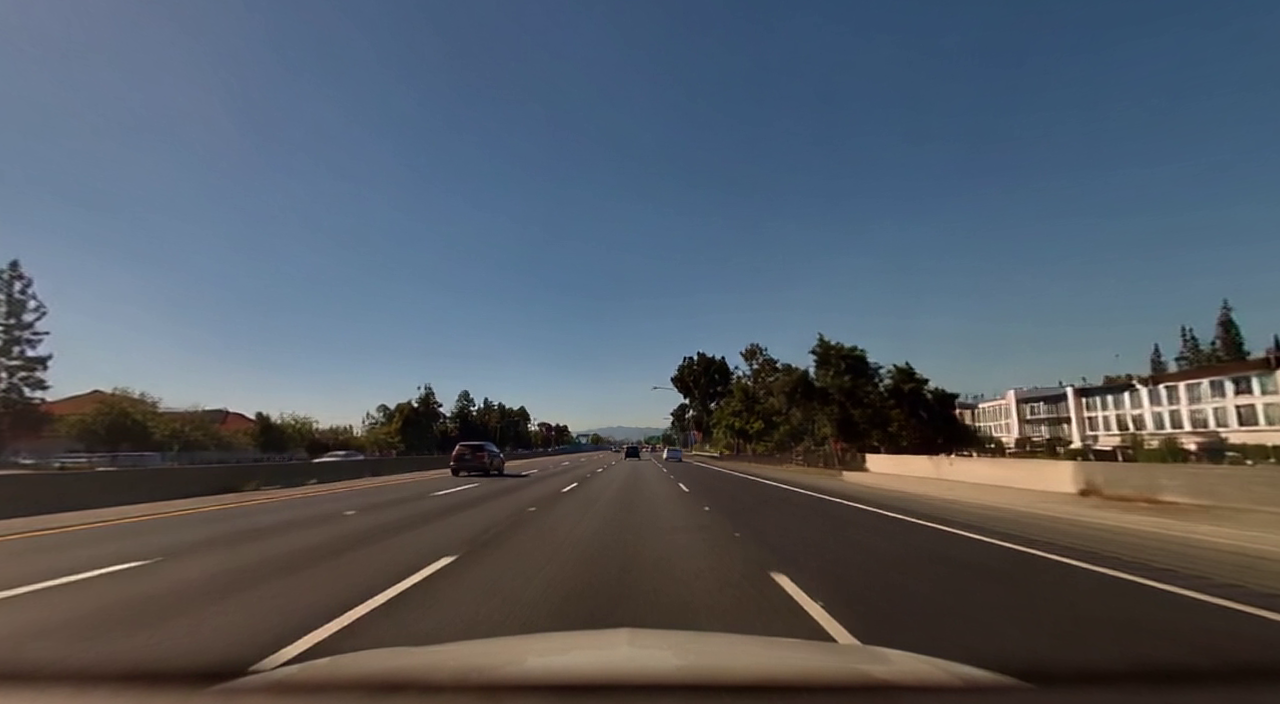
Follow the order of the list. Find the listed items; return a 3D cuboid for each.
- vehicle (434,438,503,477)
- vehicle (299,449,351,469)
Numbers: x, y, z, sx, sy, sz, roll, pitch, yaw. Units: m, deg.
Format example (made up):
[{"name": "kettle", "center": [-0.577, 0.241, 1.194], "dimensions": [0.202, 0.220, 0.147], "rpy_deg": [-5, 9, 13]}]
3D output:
[{"name": "vehicle", "center": [-8.077, 4.986, 30.141], "dimensions": [2.089, 1.724, 4.327], "rpy_deg": [0, -9, 0]}, {"name": "vehicle", "center": [-24.791, 8.408, 49.917], "dimensions": [1.786, 1.482, 4.453], "rpy_deg": [0, -8, 0]}]
